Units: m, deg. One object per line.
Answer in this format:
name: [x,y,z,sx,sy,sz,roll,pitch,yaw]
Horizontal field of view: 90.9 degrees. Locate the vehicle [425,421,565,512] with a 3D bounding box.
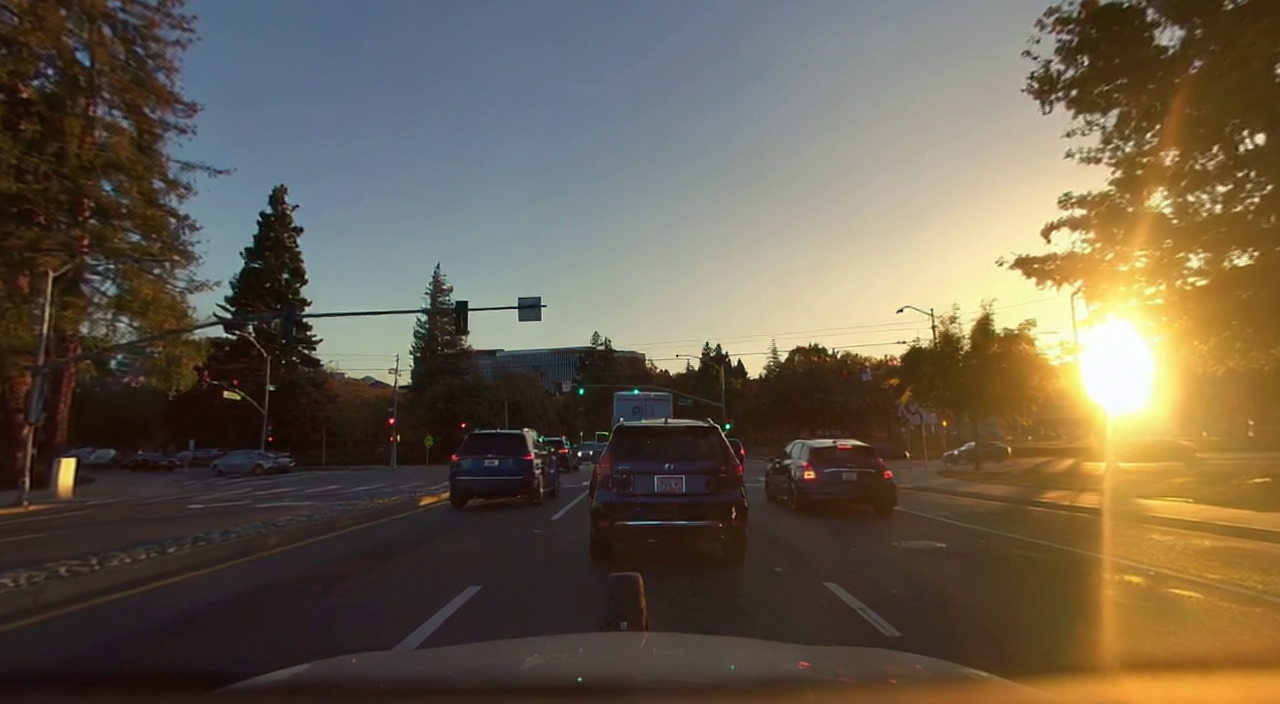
vehicle: [-3.245,2.699,15.333,2.209,1.828,4.847,0,-8,0]

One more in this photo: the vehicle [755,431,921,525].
vehicle: [3.758,2.453,12.824,1.954,1.592,3.992,0,-8,-2]

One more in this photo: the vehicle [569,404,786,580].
vehicle: [0.364,1.728,8.590,2.172,1.764,4.338,0,-8,0]

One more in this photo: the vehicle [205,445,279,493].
vehicle: [-15.519,4.453,24.440,1.926,1.636,4.395,6,-10,-37]
